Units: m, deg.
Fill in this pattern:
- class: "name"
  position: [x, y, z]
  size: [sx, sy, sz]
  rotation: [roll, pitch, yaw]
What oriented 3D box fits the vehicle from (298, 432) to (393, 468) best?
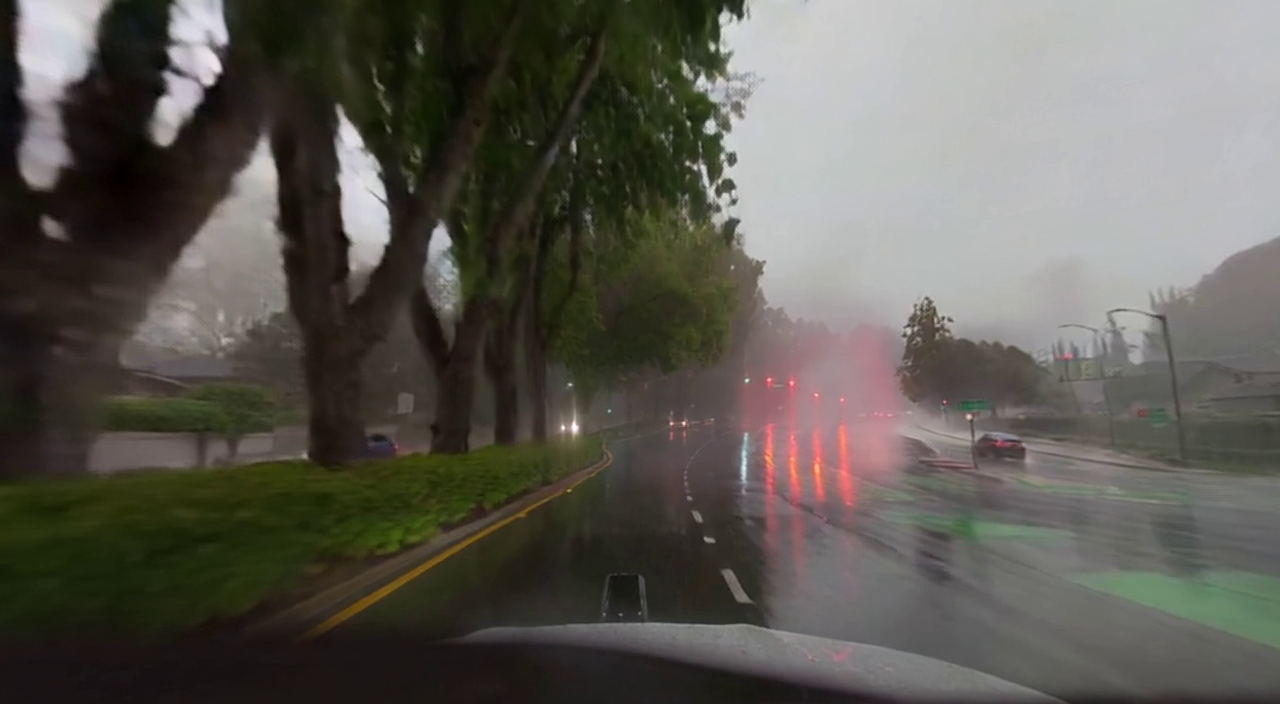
- class: "vehicle"
  position: [-13.263, 4.471, 28.783]
  size: [1.903, 1.504, 4.346]
  rotation: [-1, -9, 6]
